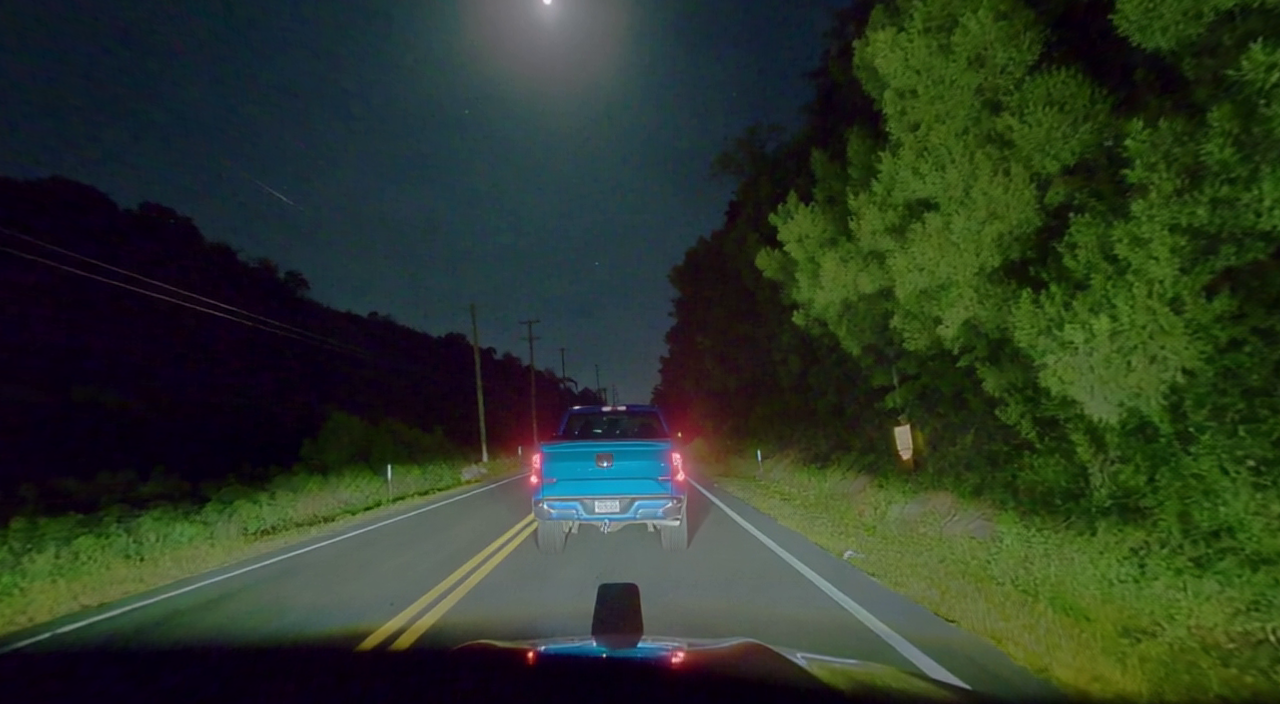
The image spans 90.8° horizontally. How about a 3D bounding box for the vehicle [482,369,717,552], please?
[{"bbox_3d":[-0.529,1.748,10.715,2.837,2.223,5.885,0,-8,-1],"label":"vehicle"}]
